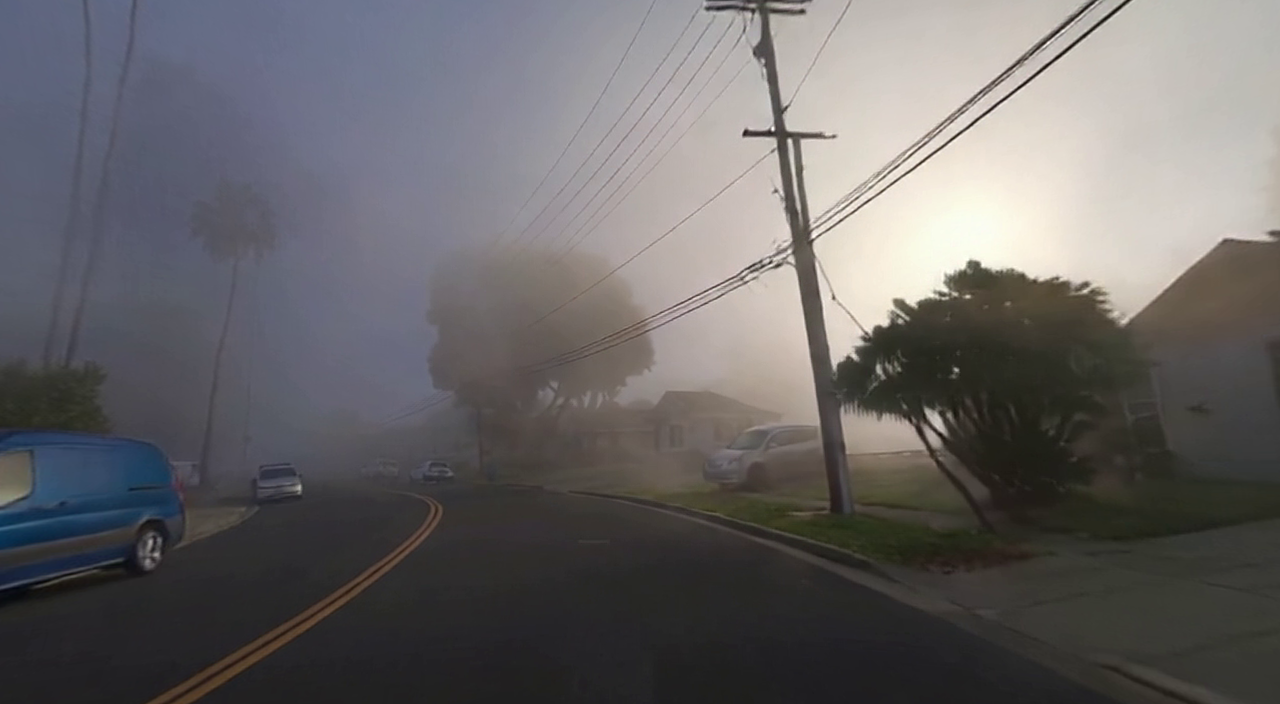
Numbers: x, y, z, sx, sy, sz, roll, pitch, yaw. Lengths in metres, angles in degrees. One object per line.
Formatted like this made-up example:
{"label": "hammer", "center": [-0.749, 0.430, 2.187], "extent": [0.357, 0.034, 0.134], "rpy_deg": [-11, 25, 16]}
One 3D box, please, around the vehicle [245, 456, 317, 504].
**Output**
{"label": "vehicle", "center": [-15.546, 5.534, 27.365], "extent": [2.410, 1.790, 4.699], "rpy_deg": [4, -12, -30]}

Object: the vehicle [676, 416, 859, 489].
{"label": "vehicle", "center": [3.991, 3.150, 20.059], "extent": [5.102, 2.040, 2.472], "rpy_deg": [3, -9, -21]}

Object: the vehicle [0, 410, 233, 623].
{"label": "vehicle", "center": [-8.028, 2.026, 7.949], "extent": [2.552, 2.134, 6.076], "rpy_deg": [-2, -10, -9]}

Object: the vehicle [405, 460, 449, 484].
{"label": "vehicle", "center": [-14.669, 8.196, 43.433], "extent": [1.870, 1.490, 3.802], "rpy_deg": [5, -10, -33]}
